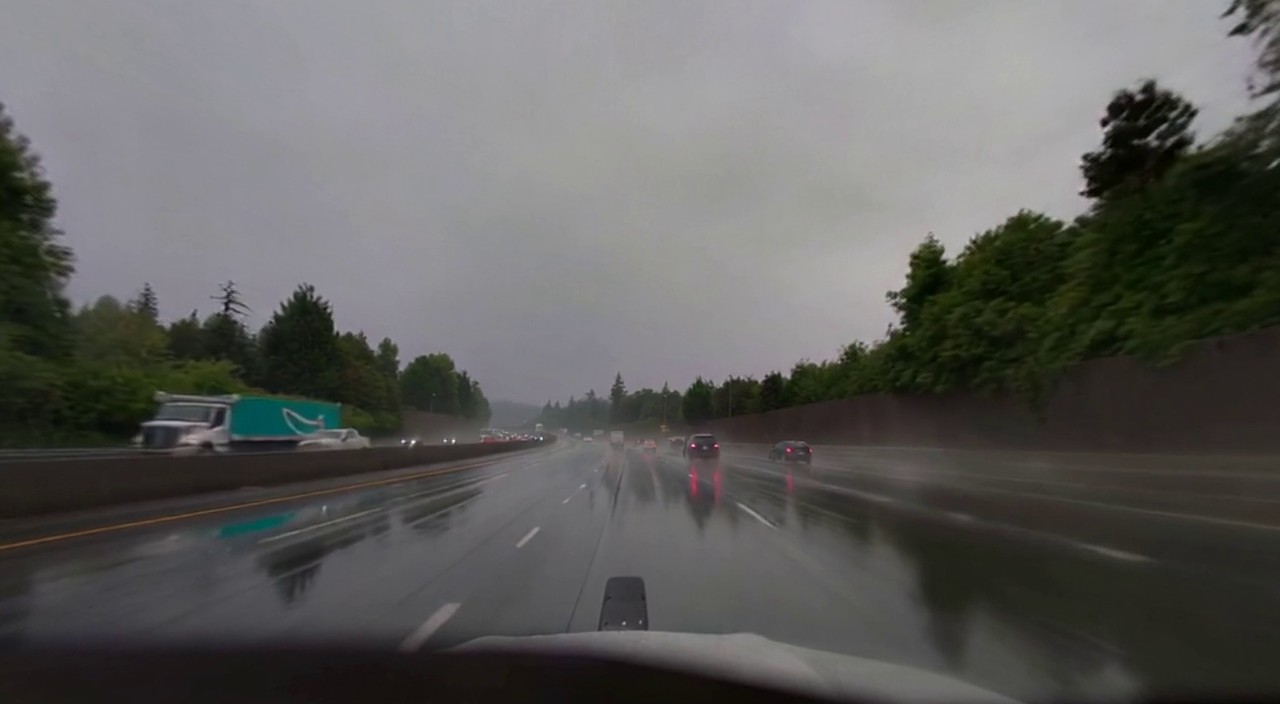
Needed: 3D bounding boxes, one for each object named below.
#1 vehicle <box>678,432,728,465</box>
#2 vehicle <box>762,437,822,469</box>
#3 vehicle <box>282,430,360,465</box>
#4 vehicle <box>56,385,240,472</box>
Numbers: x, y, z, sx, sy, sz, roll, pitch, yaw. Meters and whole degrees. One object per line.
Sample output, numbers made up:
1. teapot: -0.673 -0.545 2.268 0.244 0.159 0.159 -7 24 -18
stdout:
1. vehicle: 3.519 5.495 35.857 2.141 1.732 4.279 0 -8 -3
2. vehicle: 7.410 4.974 31.204 1.798 1.473 4.077 0 -8 -2
3. vehicle: -18.247 5.480 36.335 2.088 1.852 4.748 -1 -8 -2
4. vehicle: -25.349 4.119 33.311 3.052 3.978 8.328 -1 -8 -1
